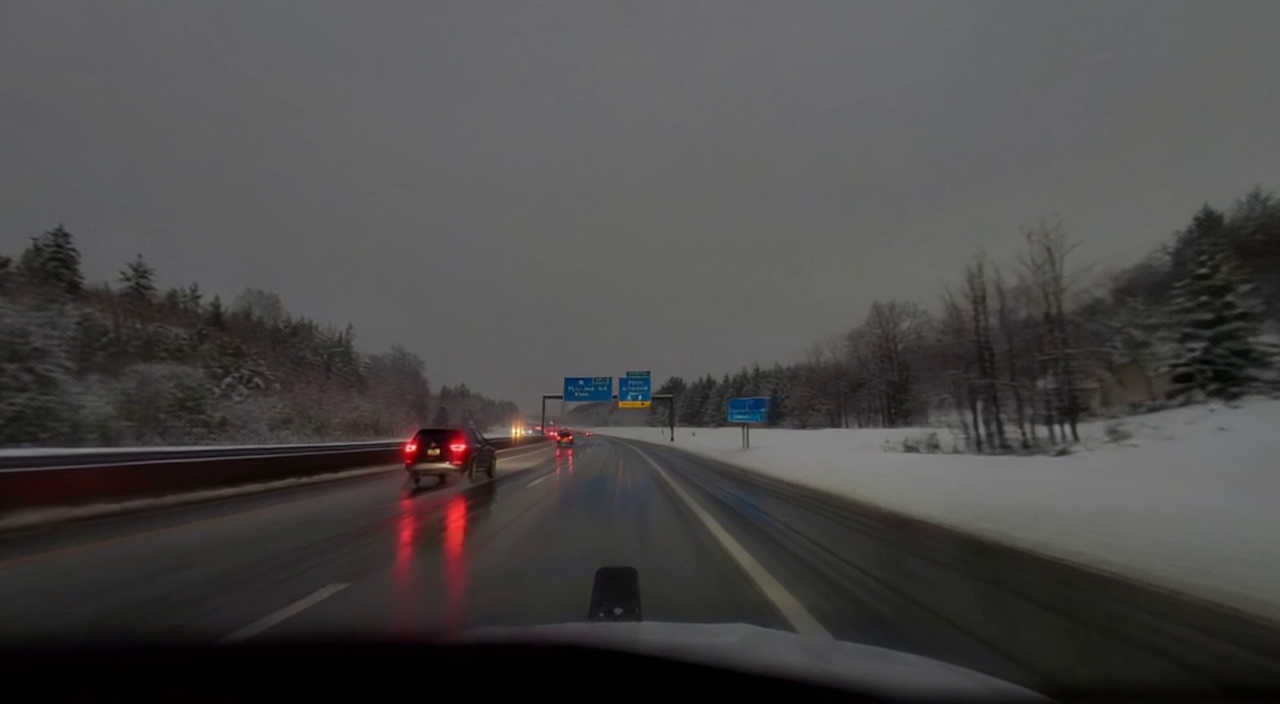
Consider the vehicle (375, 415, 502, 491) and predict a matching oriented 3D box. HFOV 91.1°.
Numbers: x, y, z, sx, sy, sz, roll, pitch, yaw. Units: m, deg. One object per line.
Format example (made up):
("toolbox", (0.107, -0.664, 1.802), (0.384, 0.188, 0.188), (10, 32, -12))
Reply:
("vehicle", (-5.074, 2.593, 16.506), (2.007, 1.727, 4.040), (0, -8, 0))
